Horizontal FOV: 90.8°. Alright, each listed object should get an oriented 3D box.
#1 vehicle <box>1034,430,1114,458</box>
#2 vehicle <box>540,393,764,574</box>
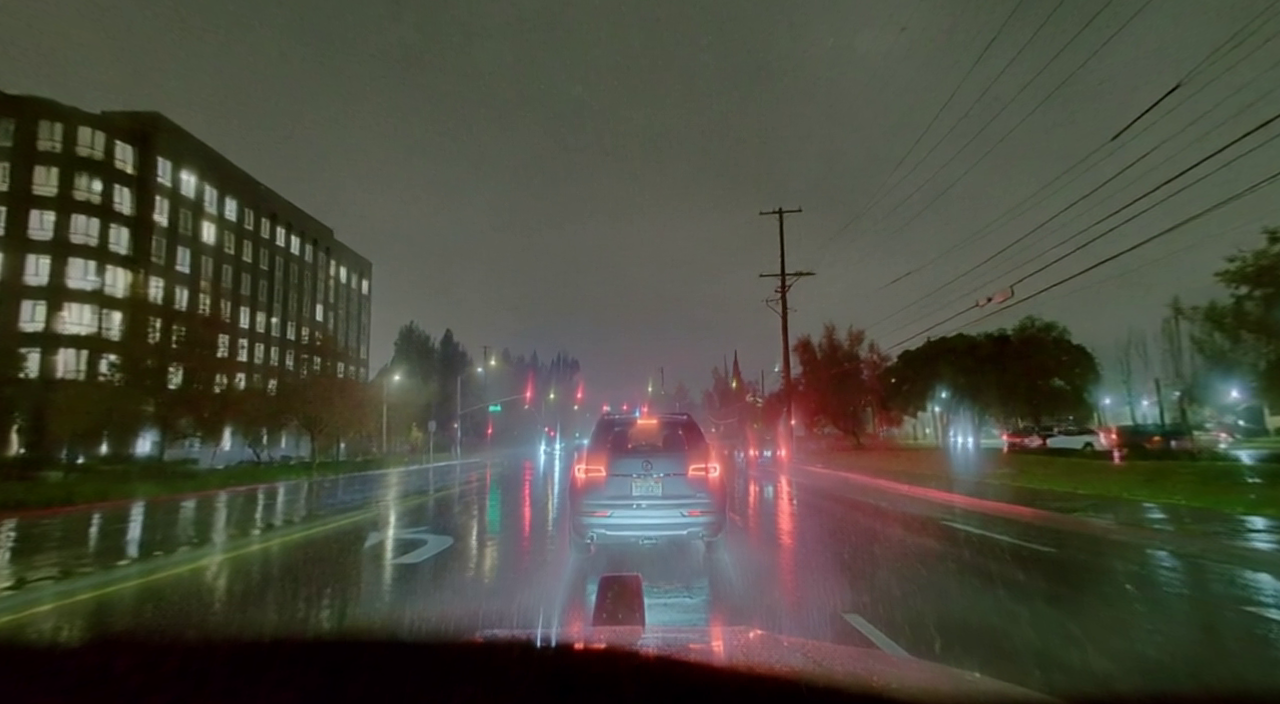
[{"bbox_3d":[33.922,7.241,49.682,2.400,2.035,6.402,-1,-9,7],"label":"vehicle"},{"bbox_3d":[0.117,1.614,8.446,2.189,1.776,4.342,0,-9,0],"label":"vehicle"}]
